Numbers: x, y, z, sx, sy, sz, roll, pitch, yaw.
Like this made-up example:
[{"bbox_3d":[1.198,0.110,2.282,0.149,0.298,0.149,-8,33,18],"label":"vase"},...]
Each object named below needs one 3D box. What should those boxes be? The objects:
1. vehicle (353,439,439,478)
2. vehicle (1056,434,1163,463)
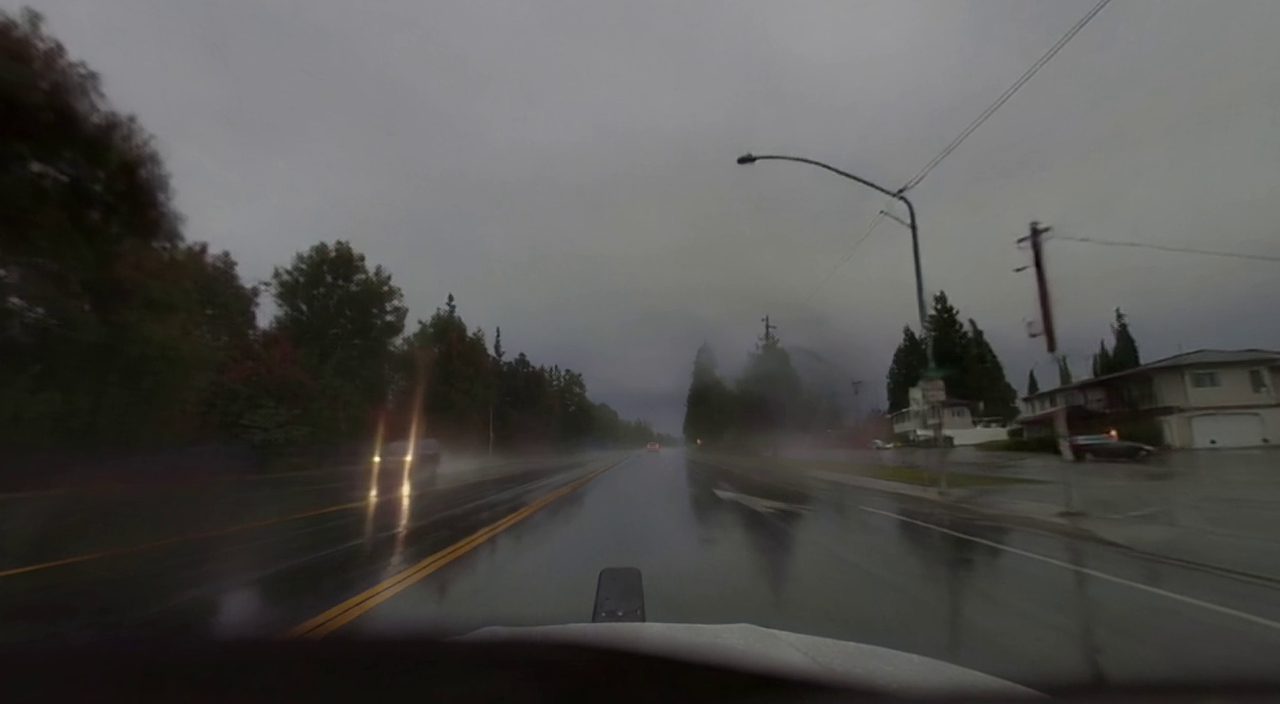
[{"bbox_3d":[-12.217,5.356,32.072,2.134,1.782,4.916,-1,-8,4],"label":"vehicle"},{"bbox_3d":[26.584,5.448,35.859,4.580,1.598,2.010,1,-8,-5],"label":"vehicle"}]
